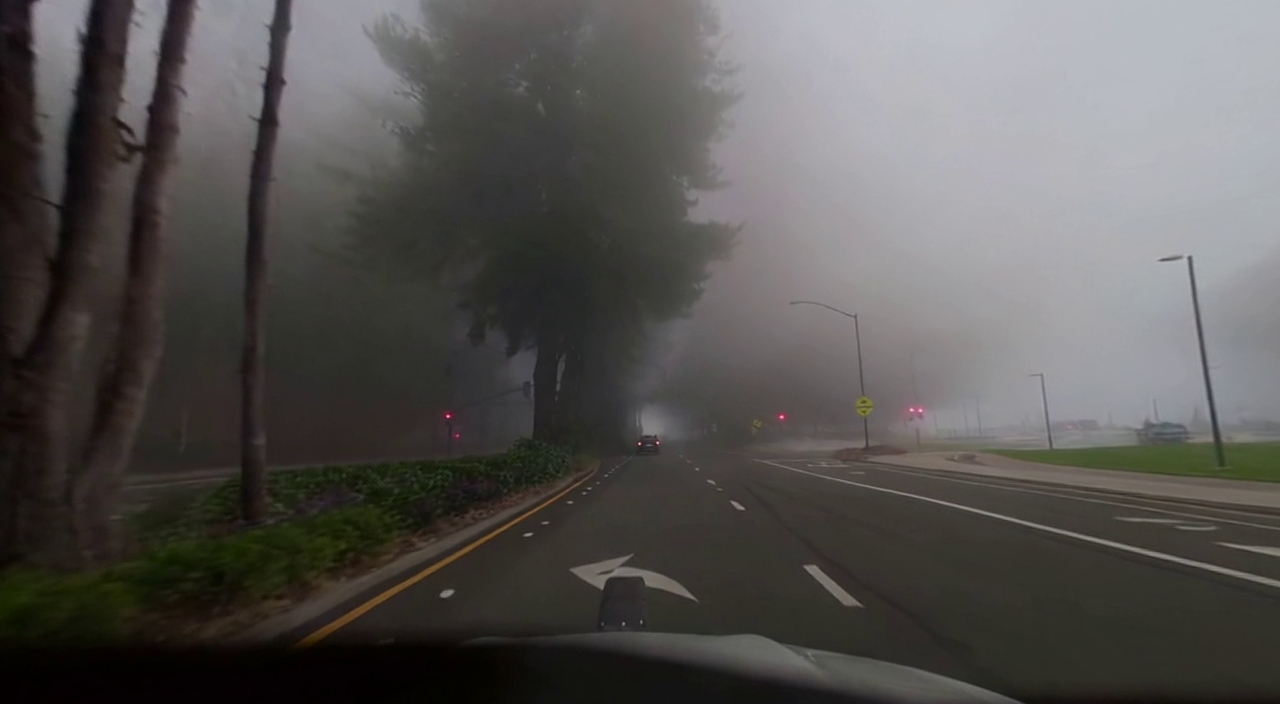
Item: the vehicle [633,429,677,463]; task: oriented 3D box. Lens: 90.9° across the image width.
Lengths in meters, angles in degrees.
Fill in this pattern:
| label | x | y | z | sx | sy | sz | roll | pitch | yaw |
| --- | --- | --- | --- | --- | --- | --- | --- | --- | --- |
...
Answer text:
| label | x | y | z | sx | sy | sz | roll | pitch | yaw |
| --- | --- | --- | --- | --- | --- | --- | --- | --- | --- |
| vehicle | 0.844 | 5.232 | 35.025 | 2.298 | 1.770 | 4.138 | 0 | -8 | 2 |
